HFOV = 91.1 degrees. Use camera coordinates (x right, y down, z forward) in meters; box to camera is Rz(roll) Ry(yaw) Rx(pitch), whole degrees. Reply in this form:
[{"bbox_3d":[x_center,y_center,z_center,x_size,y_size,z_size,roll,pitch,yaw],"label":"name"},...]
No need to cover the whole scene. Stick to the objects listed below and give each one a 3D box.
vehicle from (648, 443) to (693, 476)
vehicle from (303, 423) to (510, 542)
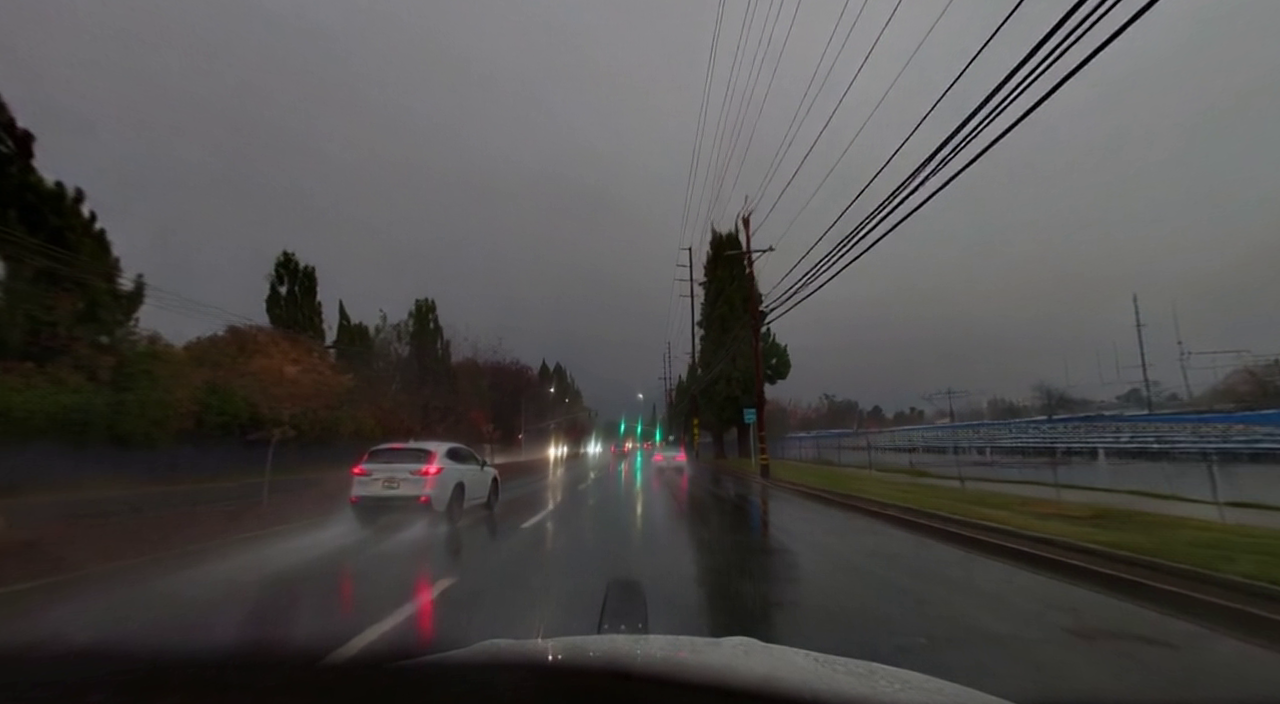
[{"bbox_3d":[1.436,5.282,31.032,2.059,1.486,3.980,0,-8,1],"label":"vehicle"},{"bbox_3d":[-3.813,2.201,11.256,1.950,1.692,4.397,0,-8,1],"label":"vehicle"}]
